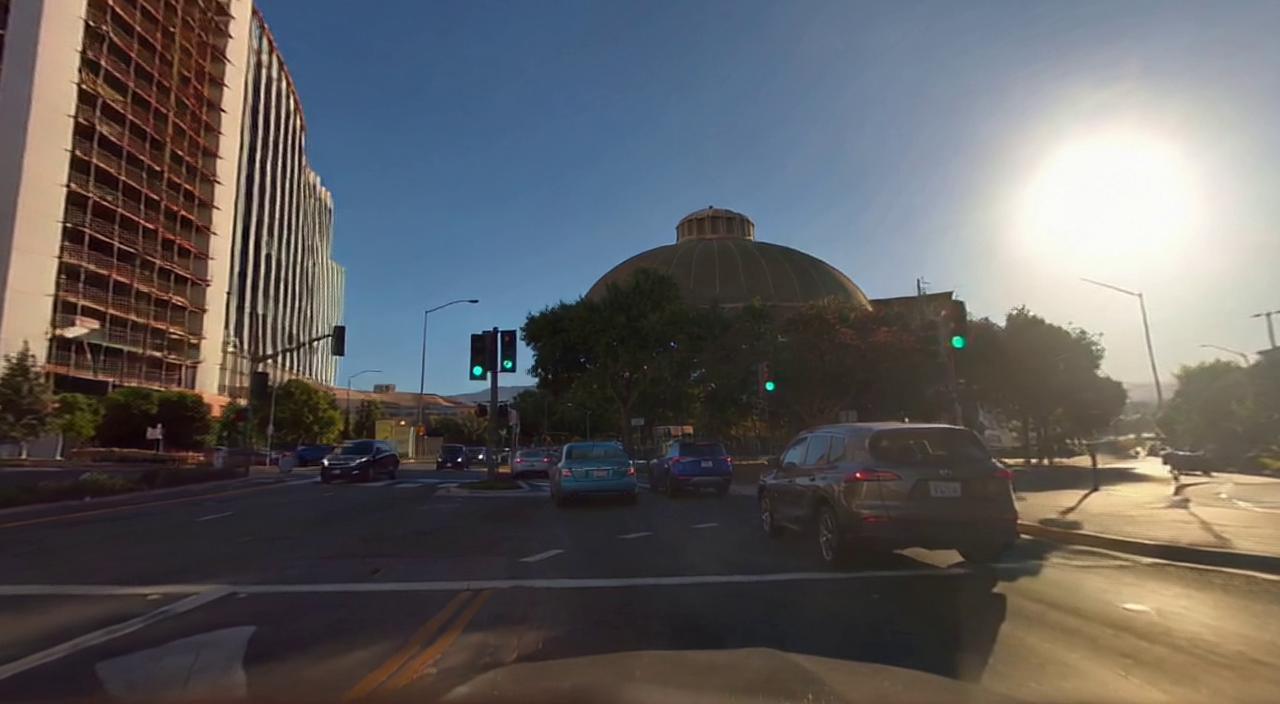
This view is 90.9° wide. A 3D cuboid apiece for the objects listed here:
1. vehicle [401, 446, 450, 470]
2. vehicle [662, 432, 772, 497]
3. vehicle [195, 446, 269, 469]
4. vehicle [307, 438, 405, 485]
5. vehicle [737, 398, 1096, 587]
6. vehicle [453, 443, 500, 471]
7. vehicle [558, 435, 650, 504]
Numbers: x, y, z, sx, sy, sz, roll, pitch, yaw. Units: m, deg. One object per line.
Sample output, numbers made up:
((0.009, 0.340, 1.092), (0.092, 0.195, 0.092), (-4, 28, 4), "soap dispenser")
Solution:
((-14.223, 7.036, 42.042), (2.013, 1.466, 4.430), (0, -9, -5), "vehicle")
((2.173, 3.356, 19.188), (2.103, 1.710, 4.396), (1, -9, -10), "vehicle")
((-27.447, 7.060, 42.406), (4.653, 1.459, 2.228), (-4, -10, 30), "vehicle")
((-11.414, 4.409, 25.742), (2.303, 1.692, 4.571), (1, -9, -6), "vehicle")
((3.060, 1.706, 8.544), (2.320, 1.772, 4.872), (0, -9, -5), "vehicle")
((-10.104, 6.518, 39.305), (2.092, 1.629, 4.133), (0, -9, -5), "vehicle")
((-1.100, 3.124, 17.166), (2.132, 1.632, 3.889), (1, -9, -9), "vehicle")
